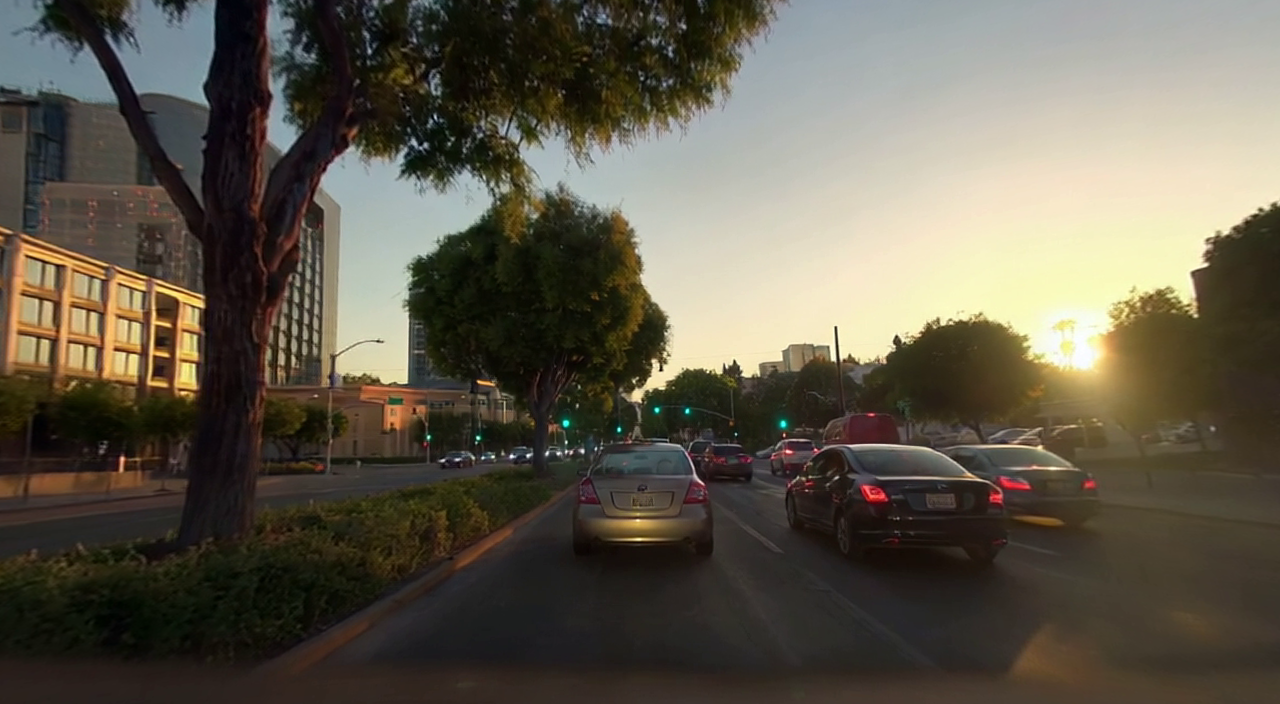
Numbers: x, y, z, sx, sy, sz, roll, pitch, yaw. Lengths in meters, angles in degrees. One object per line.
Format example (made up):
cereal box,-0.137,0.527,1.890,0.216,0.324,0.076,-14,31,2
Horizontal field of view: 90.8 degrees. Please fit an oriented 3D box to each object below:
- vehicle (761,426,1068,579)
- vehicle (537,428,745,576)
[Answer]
vehicle,3.134,1.809,8.513,1.995,1.483,4.533,0,-8,-2
vehicle,-0.036,1.825,8.532,2.105,1.474,4.127,0,-8,-1
